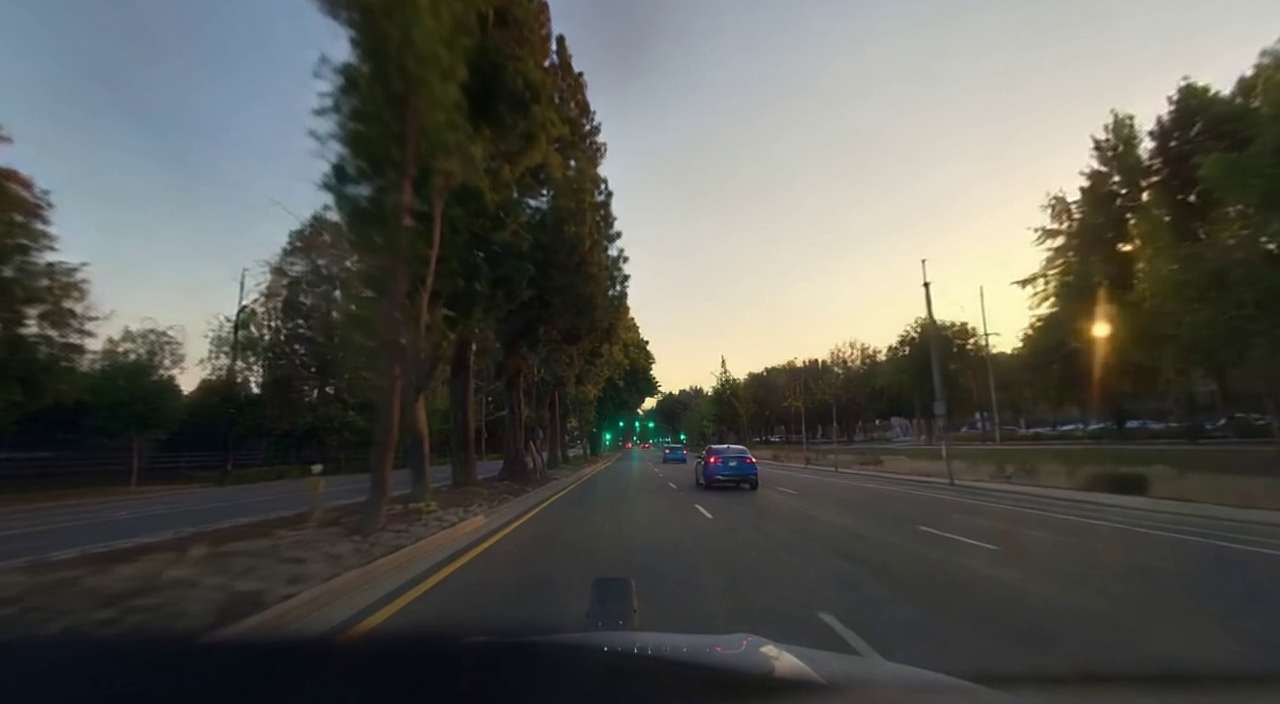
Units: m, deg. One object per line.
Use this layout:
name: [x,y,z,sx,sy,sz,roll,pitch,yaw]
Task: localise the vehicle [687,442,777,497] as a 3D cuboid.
vehicle: [2.663,3.524,19.346,2.056,1.483,4.091,0,-8,-2]
